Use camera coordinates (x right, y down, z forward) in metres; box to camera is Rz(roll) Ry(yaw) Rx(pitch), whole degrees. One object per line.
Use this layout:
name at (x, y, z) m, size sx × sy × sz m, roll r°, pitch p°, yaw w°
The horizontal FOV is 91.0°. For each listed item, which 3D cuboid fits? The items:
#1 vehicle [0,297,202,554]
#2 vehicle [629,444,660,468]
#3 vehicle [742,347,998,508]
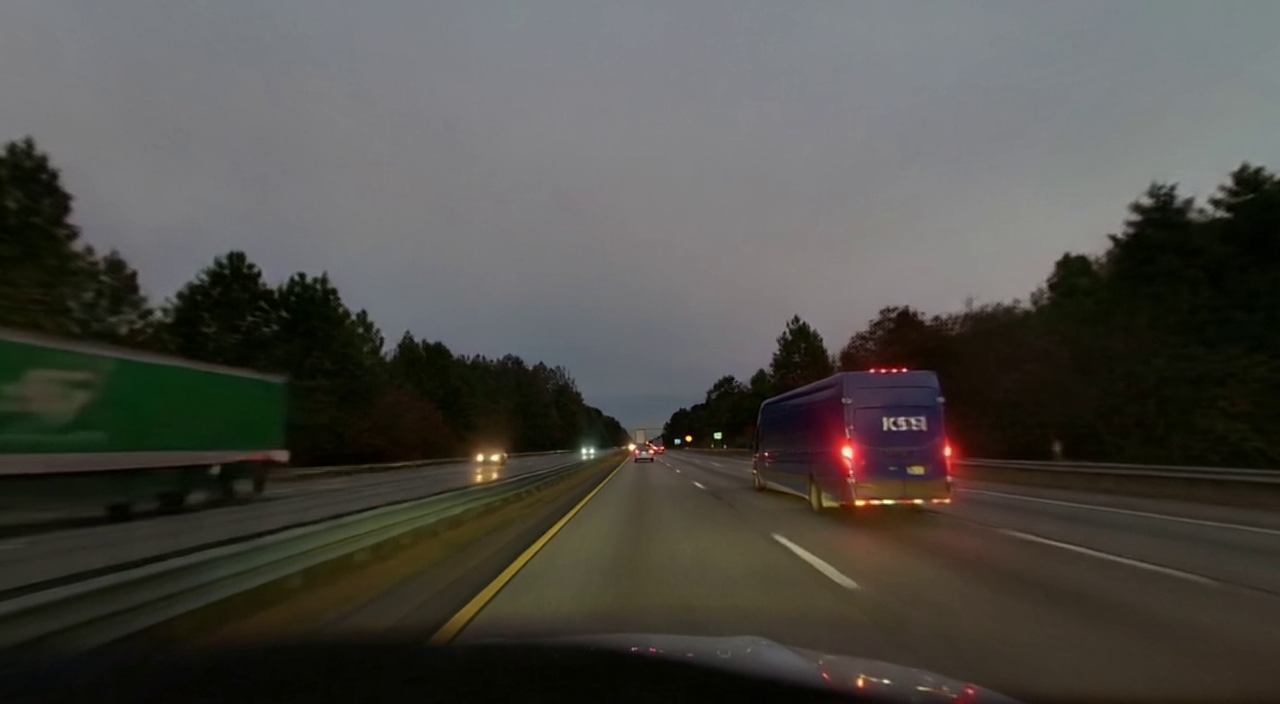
vehicle at (-11.840, 1.019, 8.890) m, size 3.742 × 3.954 × 10.224 m, roll 0°, pitch -8°, yaw 1°
vehicle at (0.338, 7.444, 45.125) m, size 2.121 × 1.590 × 4.434 m, roll 0°, pitch -8°, yaw 0°
vehicle at (7.308, 3.218, 24.861) m, size 3.479 × 4.156 × 17.231 m, roll 0°, pitch -9°, yaw -1°
